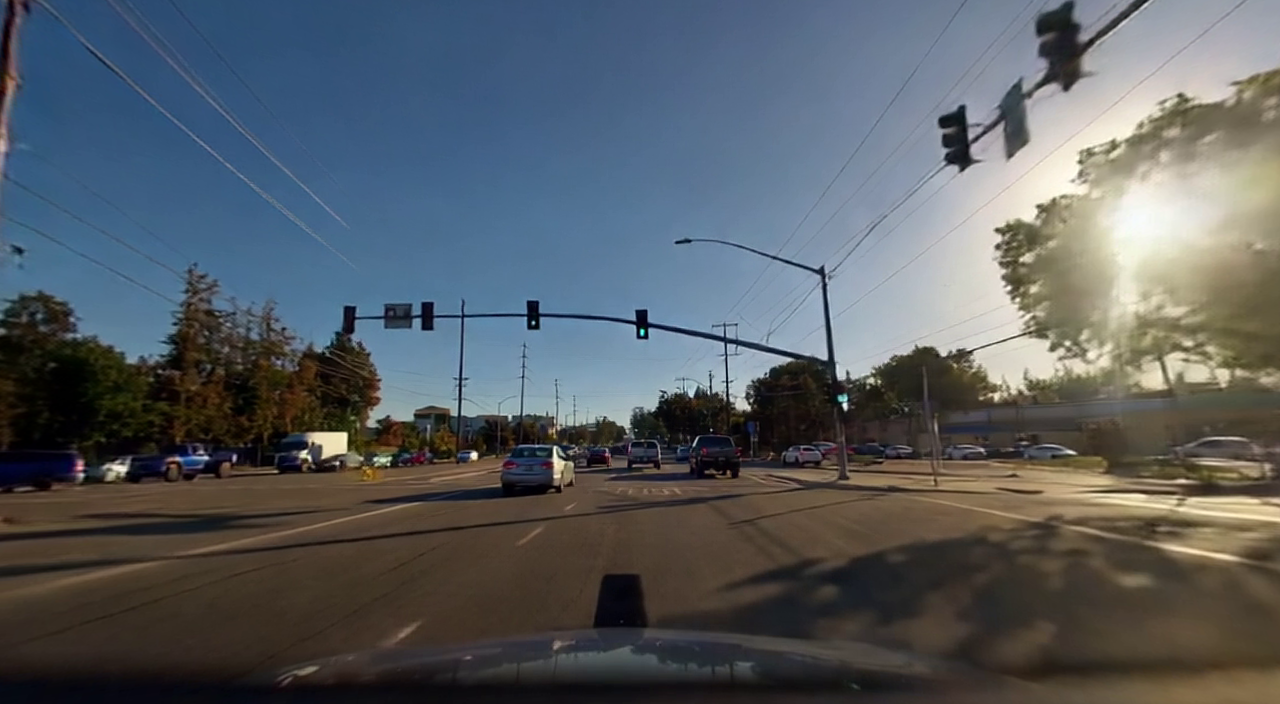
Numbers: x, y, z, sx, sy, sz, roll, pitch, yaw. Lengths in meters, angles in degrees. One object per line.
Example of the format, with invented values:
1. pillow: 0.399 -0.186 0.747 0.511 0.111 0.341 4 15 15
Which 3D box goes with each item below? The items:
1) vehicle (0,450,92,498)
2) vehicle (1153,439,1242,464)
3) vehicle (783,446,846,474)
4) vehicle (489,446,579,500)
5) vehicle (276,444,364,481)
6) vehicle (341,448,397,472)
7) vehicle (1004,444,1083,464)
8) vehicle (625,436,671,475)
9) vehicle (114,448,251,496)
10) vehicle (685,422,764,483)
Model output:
1. vehicle: -24.550 4.743 24.444 2.224 1.759 4.994 -4 -9 0
2. vehicle: 34.615 6.181 39.347 1.658 1.506 3.747 2 -9 -12
3. vehicle: 10.835 6.735 39.556 2.010 1.633 4.246 2 -9 -13
4. vehicle: -3.201 3.736 20.009 1.939 1.494 4.499 0 -9 2
5. vehicle: -17.517 6.038 34.928 2.000 1.894 5.301 0 -9 1
6. vehicle: -20.553 8.216 48.161 2.129 1.668 4.614 -1 -9 1
7. vehicle: 30.788 7.749 48.329 1.868 1.447 4.690 5 -10 -28
8. vehicle: 0.508 6.293 38.636 2.643 2.145 5.585 0 -9 1
9. vehicle: -18.058 4.714 25.279 1.958 1.683 4.559 0 -9 2
10. vehicle: 3.956 4.925 31.224 2.905 2.636 6.895 0 -9 0
